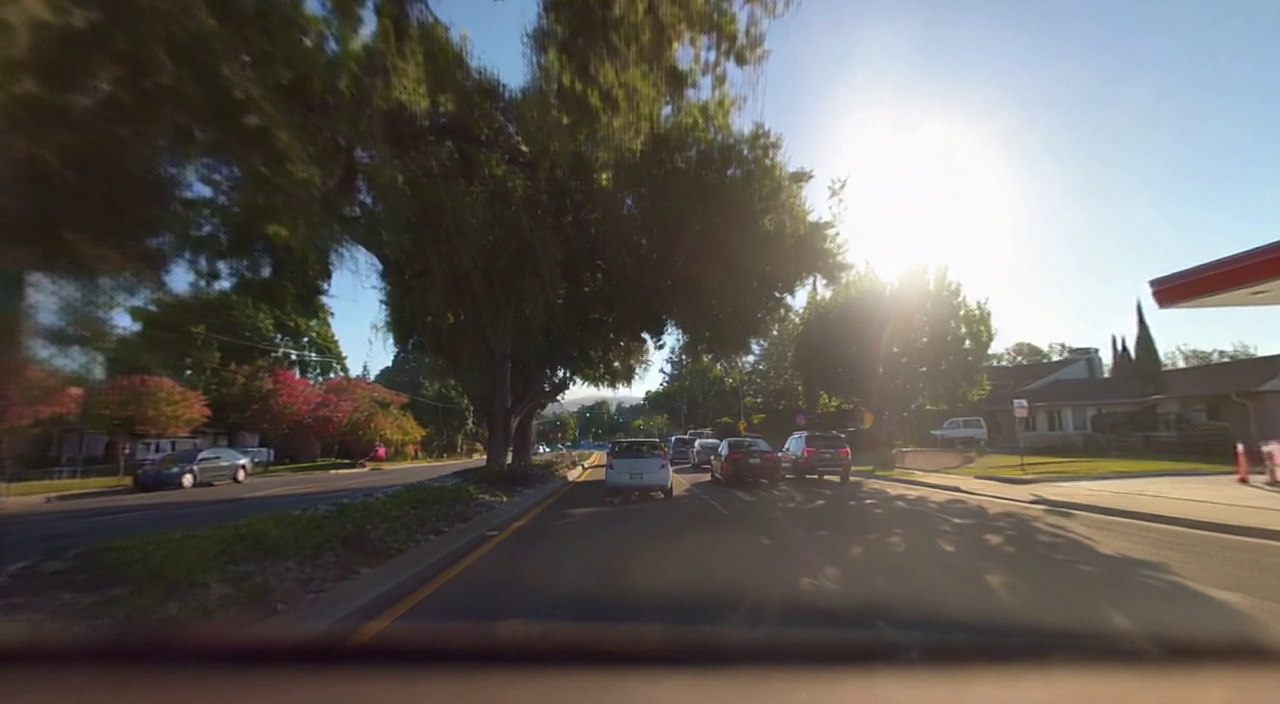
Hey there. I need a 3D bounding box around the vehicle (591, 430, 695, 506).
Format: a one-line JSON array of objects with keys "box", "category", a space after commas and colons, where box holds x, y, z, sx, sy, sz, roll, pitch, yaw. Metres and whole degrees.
[{"box": [0.067, 2.587, 14.441, 2.052, 1.488, 3.779, 0, -8, 0], "category": "vehicle"}]

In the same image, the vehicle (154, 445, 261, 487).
[{"box": [-19.242, 5.059, 28.350, 1.903, 1.706, 3.994, 0, -8, 0], "category": "vehicle"}]

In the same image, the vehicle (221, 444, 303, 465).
[{"box": [-28.152, 7.662, 47.198, 4.736, 1.491, 2.042, 0, -8, -2], "category": "vehicle"}]

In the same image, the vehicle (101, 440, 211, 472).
[{"box": [-28.062, 6.051, 36.730, 4.699, 1.775, 2.007, 0, -8, 1], "category": "vehicle"}]

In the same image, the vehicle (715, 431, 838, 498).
[{"box": [3.343, 2.877, 16.544, 2.124, 1.476, 4.730, 0, -8, -1], "category": "vehicle"}]
